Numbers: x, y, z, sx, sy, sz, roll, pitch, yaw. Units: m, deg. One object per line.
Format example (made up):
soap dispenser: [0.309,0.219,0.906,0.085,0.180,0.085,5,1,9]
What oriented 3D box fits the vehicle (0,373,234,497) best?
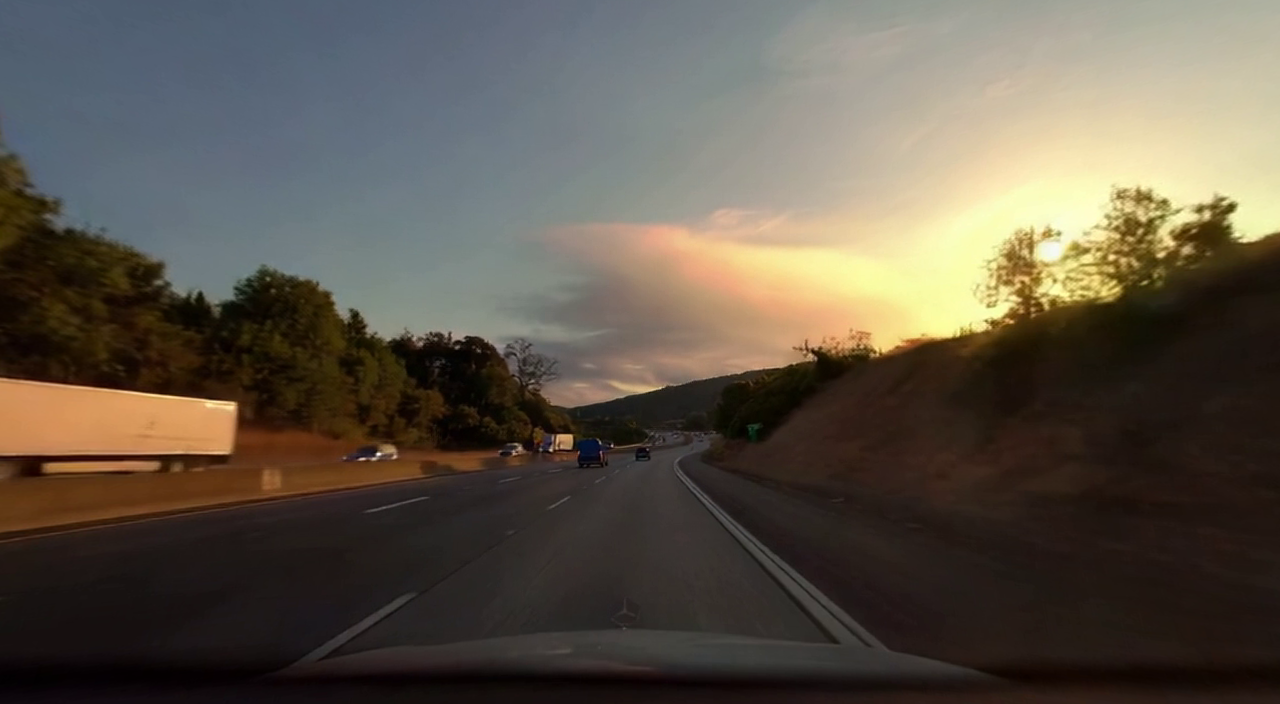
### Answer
vehicle: [-22.915,3.509,25.808,2.918,4.113,14.054,-1,-9,2]

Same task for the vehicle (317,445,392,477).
vehicle: [-15.518,5.940,34.535,1.955,1.617,4.254,-1,-9,2]
